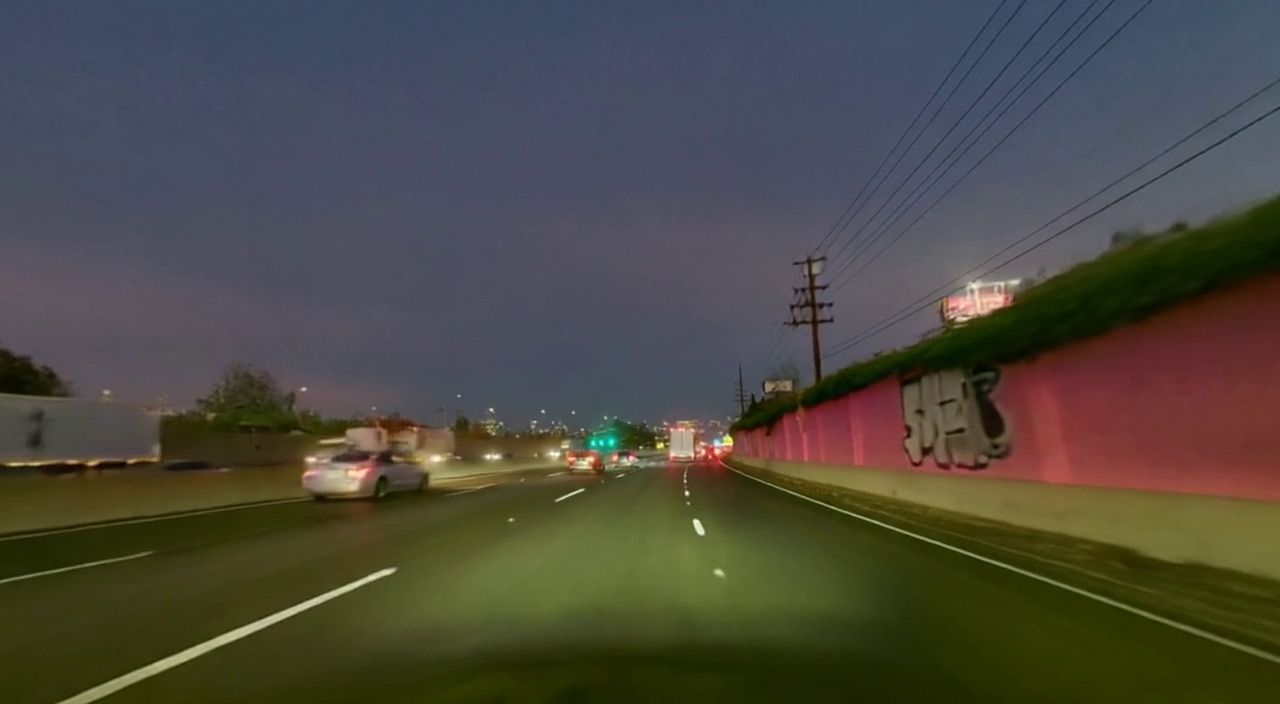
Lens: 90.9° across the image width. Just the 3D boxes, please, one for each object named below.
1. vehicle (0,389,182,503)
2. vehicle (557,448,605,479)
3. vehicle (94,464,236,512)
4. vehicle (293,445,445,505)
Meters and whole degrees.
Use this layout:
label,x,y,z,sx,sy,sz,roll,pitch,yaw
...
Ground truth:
label,x,y,z,sx,sy,sz,roll,pitch,yaw
vehicle,-24.210,3.468,23.171,2.886,4.024,14.699,-1,-9,4
vehicle,-3.103,5.984,33.972,1.966,1.565,3.766,-1,-9,4
vehicle,-15.949,4.558,21.450,1.789,1.390,3.746,-1,-9,2
vehicle,-7.702,3.534,18.575,2.142,1.503,4.767,-1,-9,3
